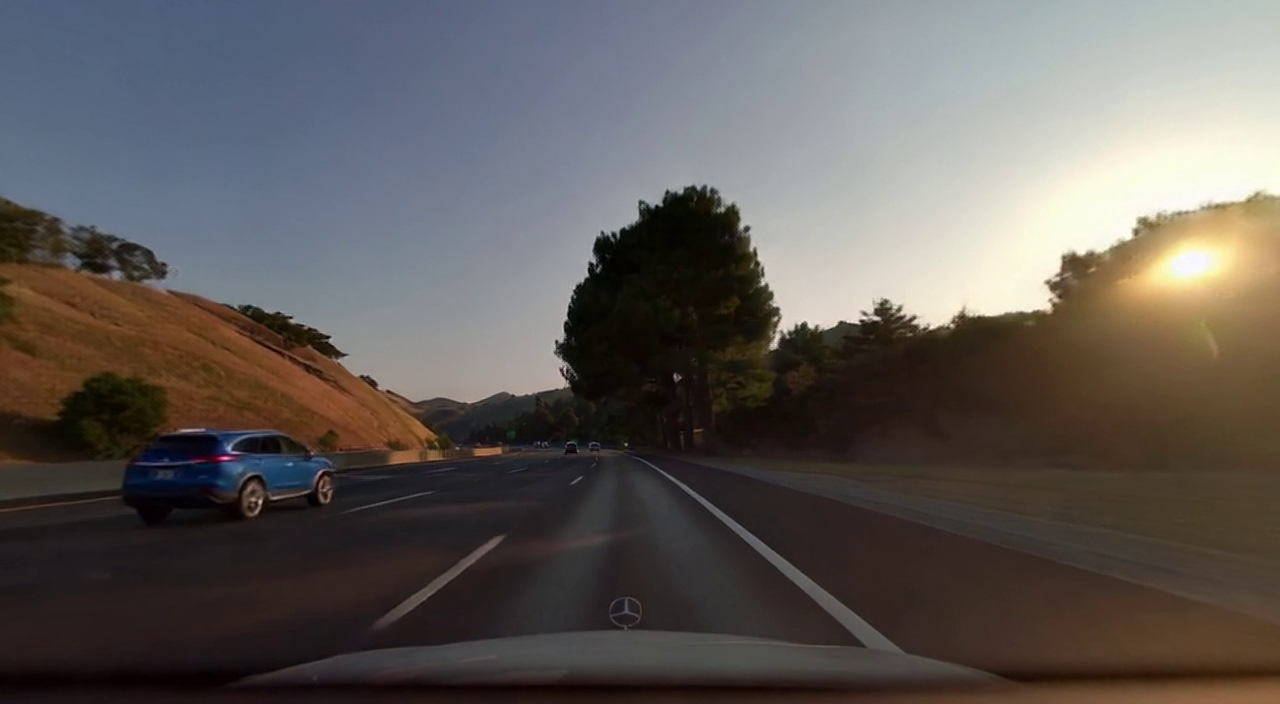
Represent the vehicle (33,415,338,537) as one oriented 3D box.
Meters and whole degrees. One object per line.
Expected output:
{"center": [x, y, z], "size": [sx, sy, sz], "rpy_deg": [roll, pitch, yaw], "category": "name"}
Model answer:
{"center": [-7.531, 2.095, 11.249], "size": [2.046, 1.712, 4.533], "rpy_deg": [0, -8, 0], "category": "vehicle"}
